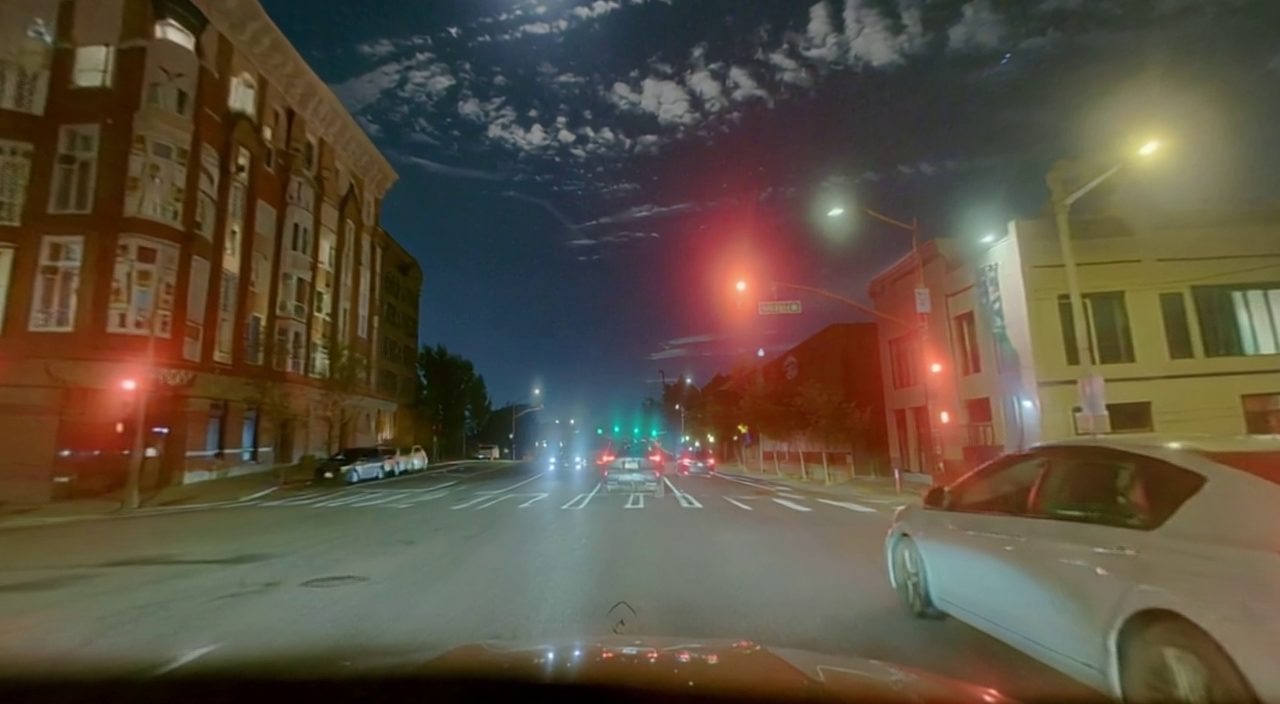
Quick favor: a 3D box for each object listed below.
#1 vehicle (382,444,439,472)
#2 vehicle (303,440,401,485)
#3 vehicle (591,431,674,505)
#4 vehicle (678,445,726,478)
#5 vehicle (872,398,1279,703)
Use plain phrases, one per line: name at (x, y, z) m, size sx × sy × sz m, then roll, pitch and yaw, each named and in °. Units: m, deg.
vehicle at (-14.311, 6.609, 39.667) m, size 1.891 × 1.659 × 4.360 m, roll 0°, pitch -8°, yaw 0°
vehicle at (-14.273, 5.476, 31.782) m, size 2.191 × 2.011 × 5.556 m, roll 0°, pitch -8°, yaw 2°
vehicle at (-0.230, 3.287, 18.363) m, size 2.105 × 1.842 × 4.537 m, roll 0°, pitch -8°, yaw -1°
vehicle at (2.901, 5.249, 30.537) m, size 1.852 × 1.462 × 4.155 m, roll 0°, pitch -8°, yaw -1°
vehicle at (3.261, 1.140, 3.723) m, size 2.026 × 1.499 × 4.662 m, roll 0°, pitch -8°, yaw 0°
